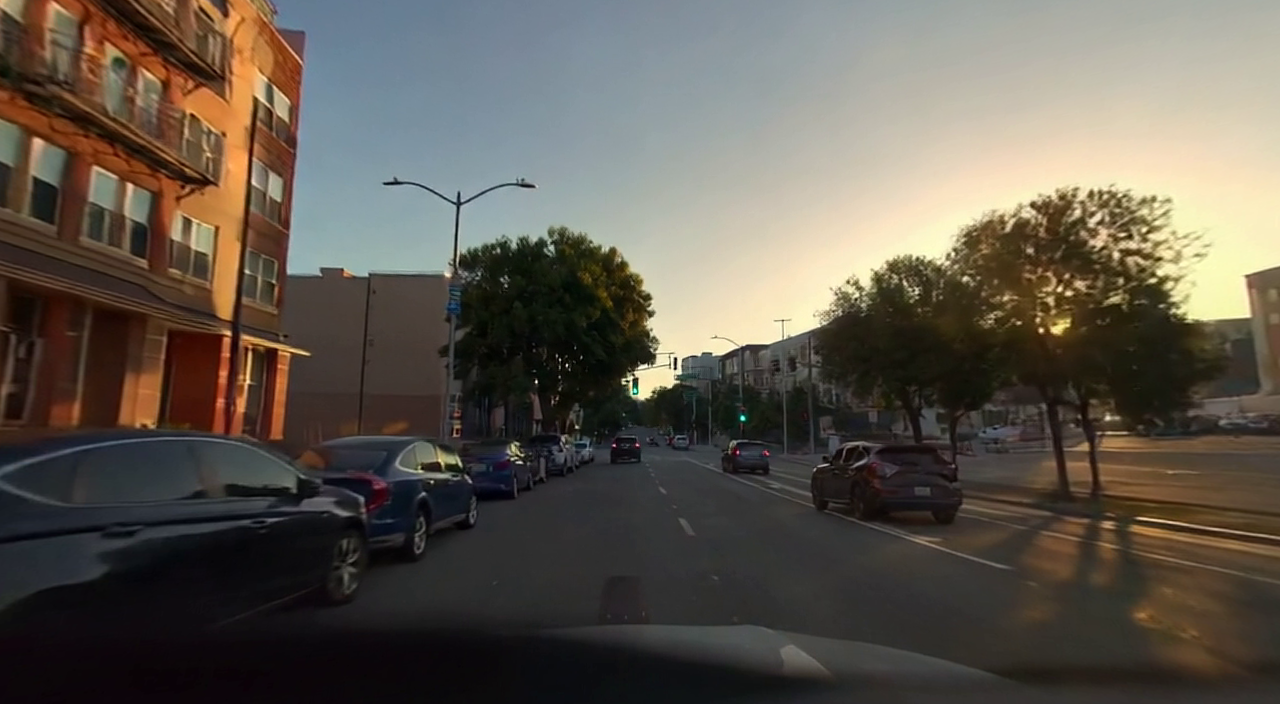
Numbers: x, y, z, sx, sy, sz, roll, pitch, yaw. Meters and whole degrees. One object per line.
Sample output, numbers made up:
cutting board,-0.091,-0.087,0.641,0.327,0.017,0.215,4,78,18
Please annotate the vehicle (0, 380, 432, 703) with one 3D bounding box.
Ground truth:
vehicle,-3.115,1.112,3.794,2.121,1.490,4.910,0,-8,-1

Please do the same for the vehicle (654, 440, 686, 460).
vehicle,2.221,7.445,47.789,2.182,1.450,4.013,0,-8,-1

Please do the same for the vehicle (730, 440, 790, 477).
vehicle,5.076,4.565,27.131,1.799,1.463,3.464,0,-8,-2

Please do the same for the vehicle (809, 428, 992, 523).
vehicle,4.998,2.418,12.861,1.891,1.599,4.173,0,-8,-1

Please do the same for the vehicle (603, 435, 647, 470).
vehicle,-0.726,5.197,32.827,2.122,1.689,3.885,0,-8,0

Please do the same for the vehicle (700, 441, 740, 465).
vehicle,5.173,6.582,41.277,1.917,1.467,4.452,0,-8,-1
